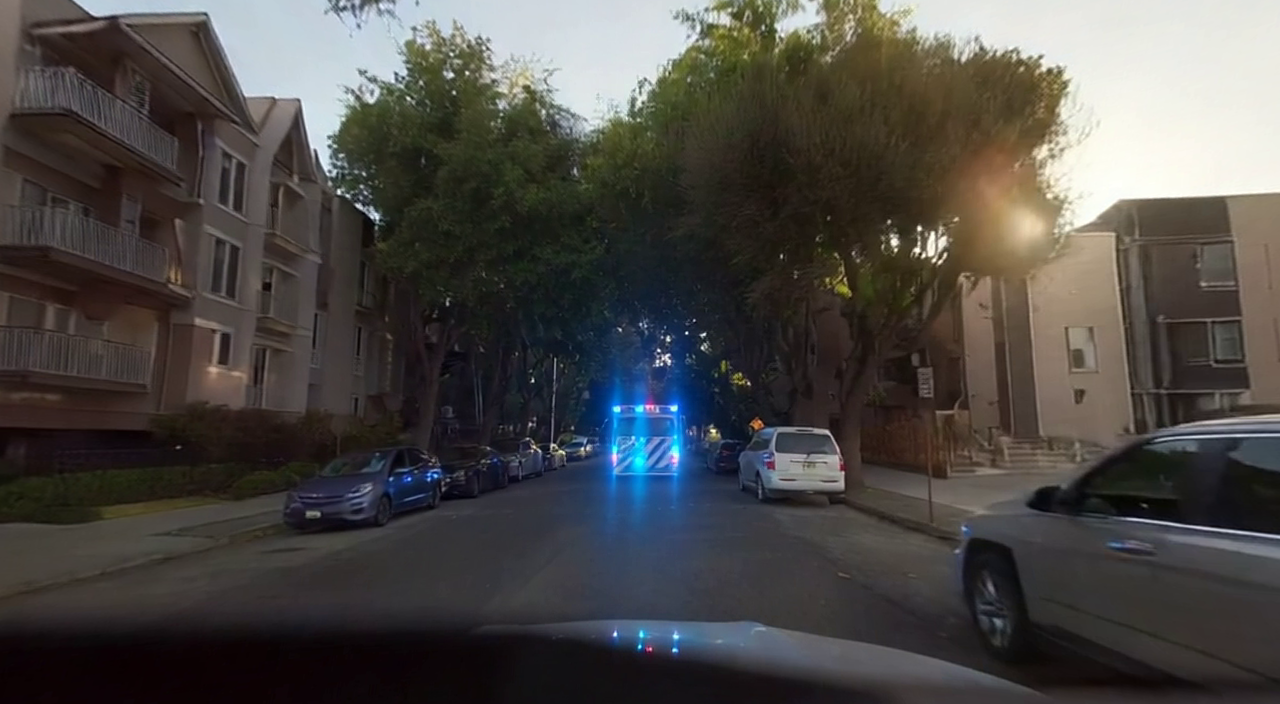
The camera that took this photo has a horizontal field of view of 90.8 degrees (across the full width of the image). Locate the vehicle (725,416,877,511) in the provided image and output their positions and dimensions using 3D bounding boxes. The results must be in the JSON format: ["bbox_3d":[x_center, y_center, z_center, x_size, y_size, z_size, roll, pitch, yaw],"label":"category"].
[{"bbox_3d":[3.558,2.621,15.347,2.232,1.860,5.593,0,-8,0],"label":"vehicle"}]

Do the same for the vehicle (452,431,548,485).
[{"bbox_3d":[-5.237,4.076,24.688,2.326,1.774,5.757,-2,-8,1],"label":"vehicle"}]

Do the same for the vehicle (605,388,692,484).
[{"bbox_3d":[0.207,3.224,23.952,2.754,3.008,7.730,0,-8,-1],"label":"vehicle"}]

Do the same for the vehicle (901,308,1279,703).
[{"bbox_3d":[3.342,0.885,2.894,2.152,1.868,4.976,0,-8,0],"label":"vehicle"}]

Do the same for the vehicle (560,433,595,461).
[{"bbox_3d":[-4.827,7.398,49.104,2.263,1.964,4.134,-3,-8,0],"label":"vehicle"}]

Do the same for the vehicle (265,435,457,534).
[{"bbox_3d":[-5.429,2.583,13.090,1.967,1.492,4.781,-4,-8,-2],"label":"vehicle"}]
